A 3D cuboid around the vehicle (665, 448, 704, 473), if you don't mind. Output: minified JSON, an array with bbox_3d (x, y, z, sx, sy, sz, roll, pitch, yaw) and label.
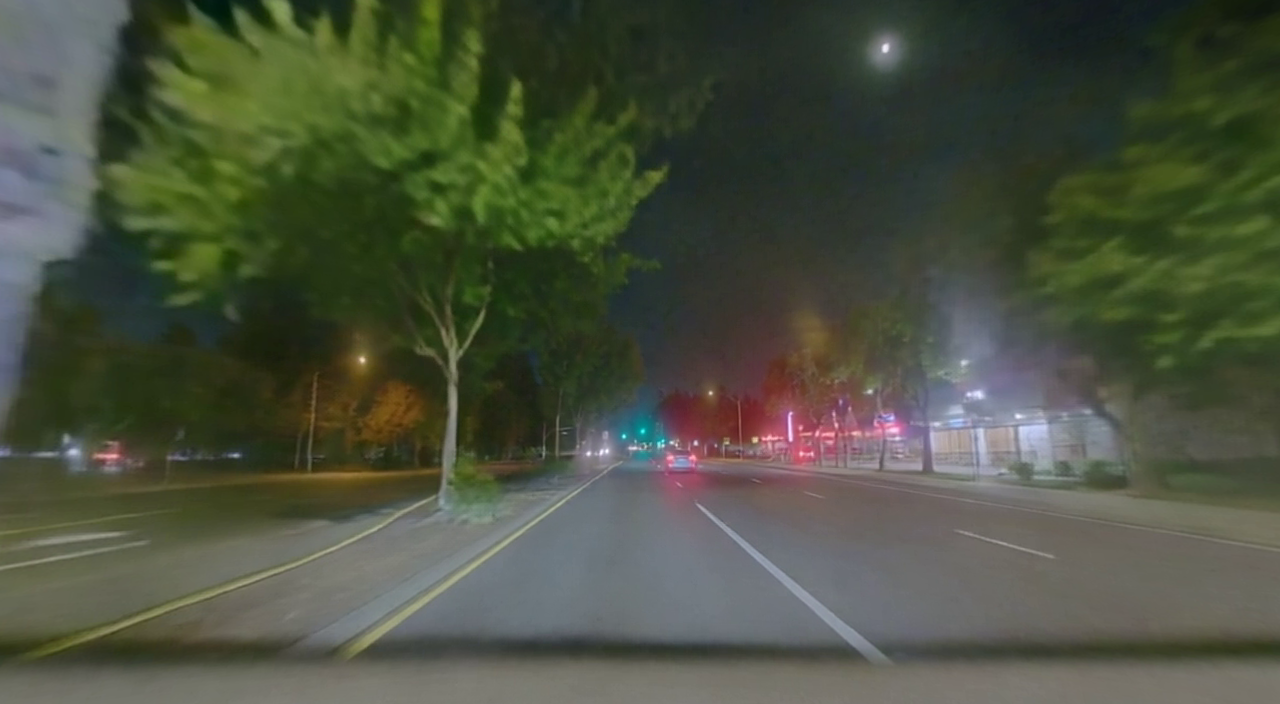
[{"bbox_3d":[2.782,6.876,40.124,2.015,1.479,4.444,0,-9,-2],"label":"vehicle"}]
